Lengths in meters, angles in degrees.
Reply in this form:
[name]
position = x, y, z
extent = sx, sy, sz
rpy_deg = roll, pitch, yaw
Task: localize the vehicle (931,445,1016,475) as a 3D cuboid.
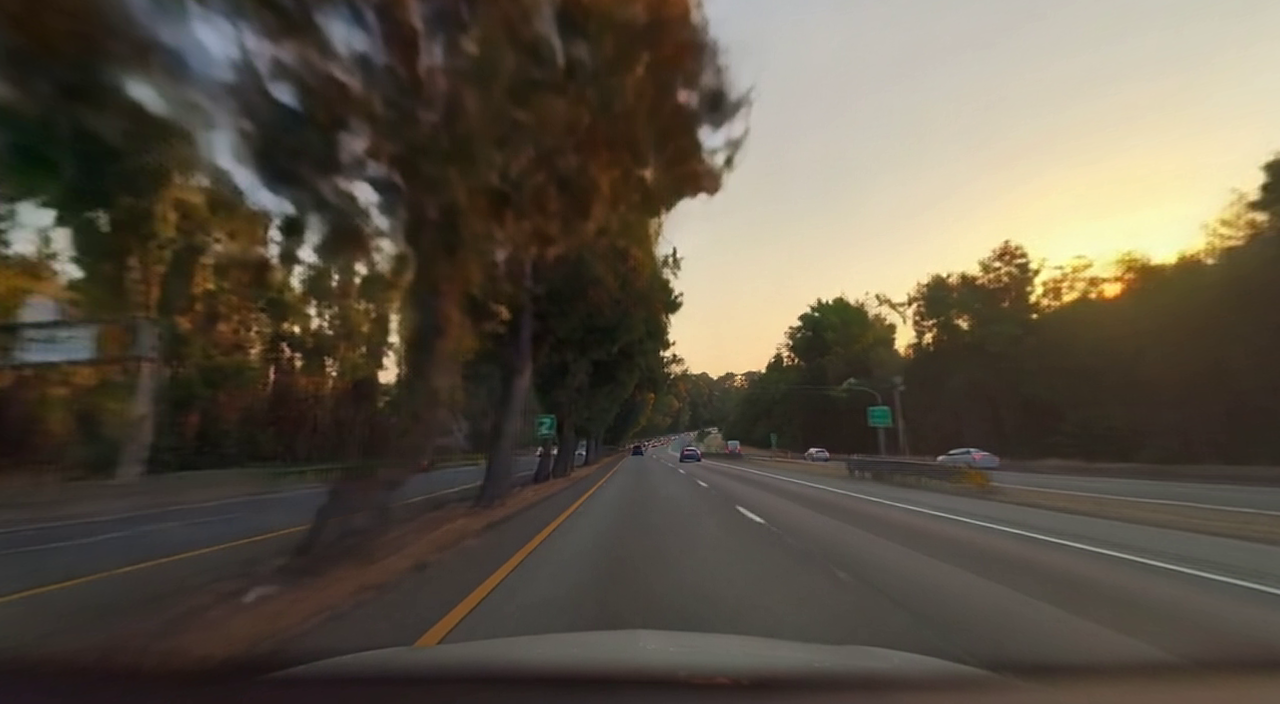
[vehicle]
position = 16.489, 5.362, 31.375
extent = 1.926, 1.386, 3.719
rpy_deg = 1, -9, -6
